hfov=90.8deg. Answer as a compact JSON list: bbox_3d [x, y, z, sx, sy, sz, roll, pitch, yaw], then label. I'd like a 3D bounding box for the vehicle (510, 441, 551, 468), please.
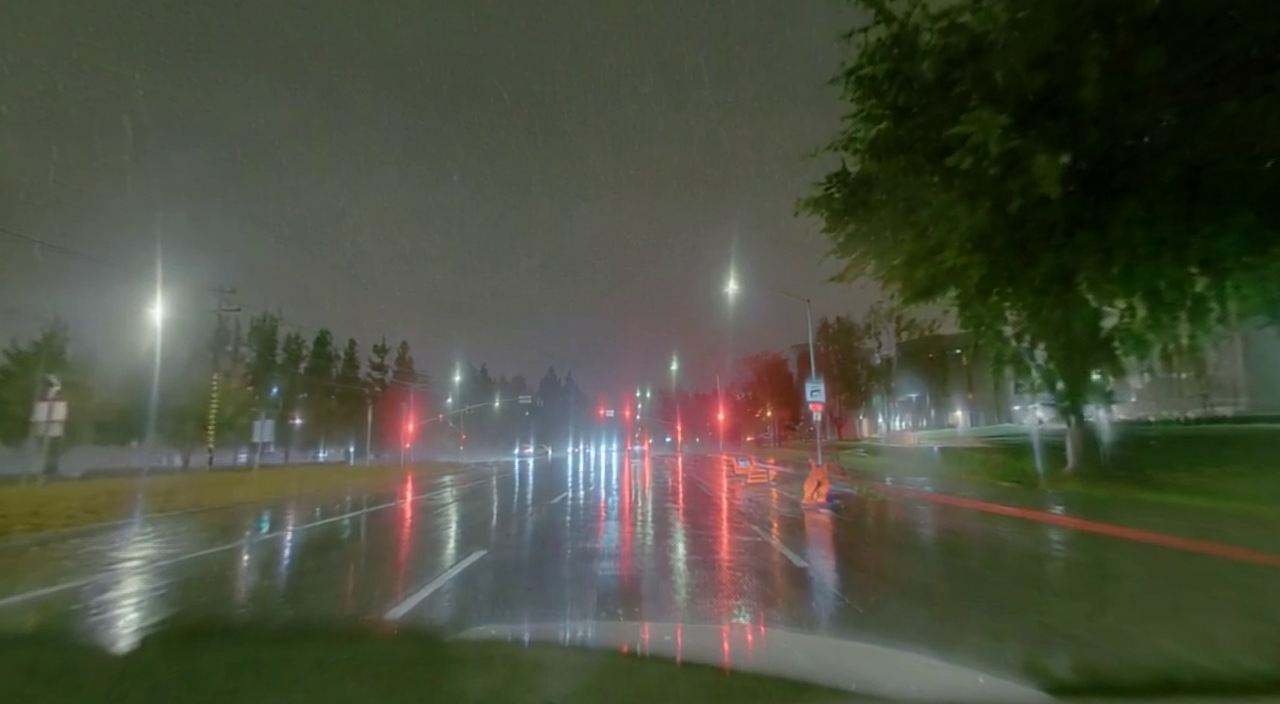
[{"bbox_3d":[-6.629,6.247,38.673,1.869,1.570,4.064,0,-9,-2],"label":"vehicle"}]
